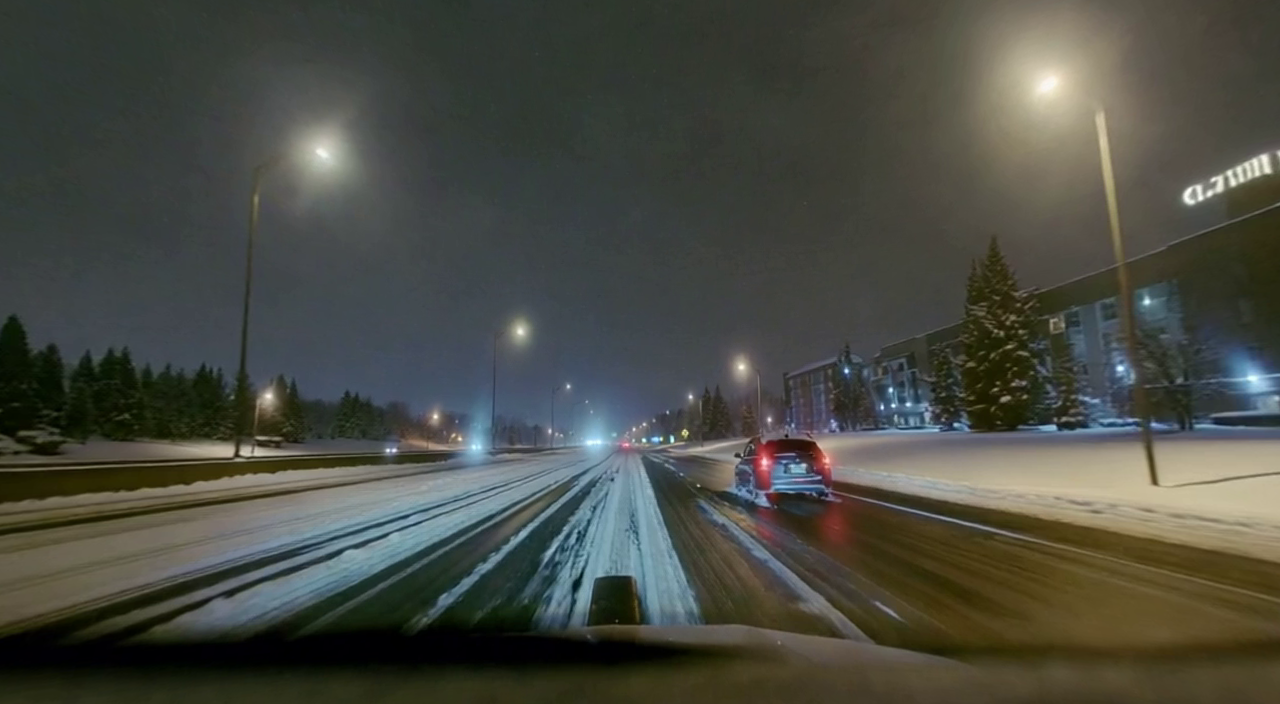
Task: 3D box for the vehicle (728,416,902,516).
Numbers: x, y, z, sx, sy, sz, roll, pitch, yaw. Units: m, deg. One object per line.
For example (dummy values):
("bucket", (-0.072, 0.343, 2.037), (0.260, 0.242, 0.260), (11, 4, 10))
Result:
("vehicle", (3.447, 2.400, 13.743), (2.212, 1.753, 5.064), (0, -9, -1))
